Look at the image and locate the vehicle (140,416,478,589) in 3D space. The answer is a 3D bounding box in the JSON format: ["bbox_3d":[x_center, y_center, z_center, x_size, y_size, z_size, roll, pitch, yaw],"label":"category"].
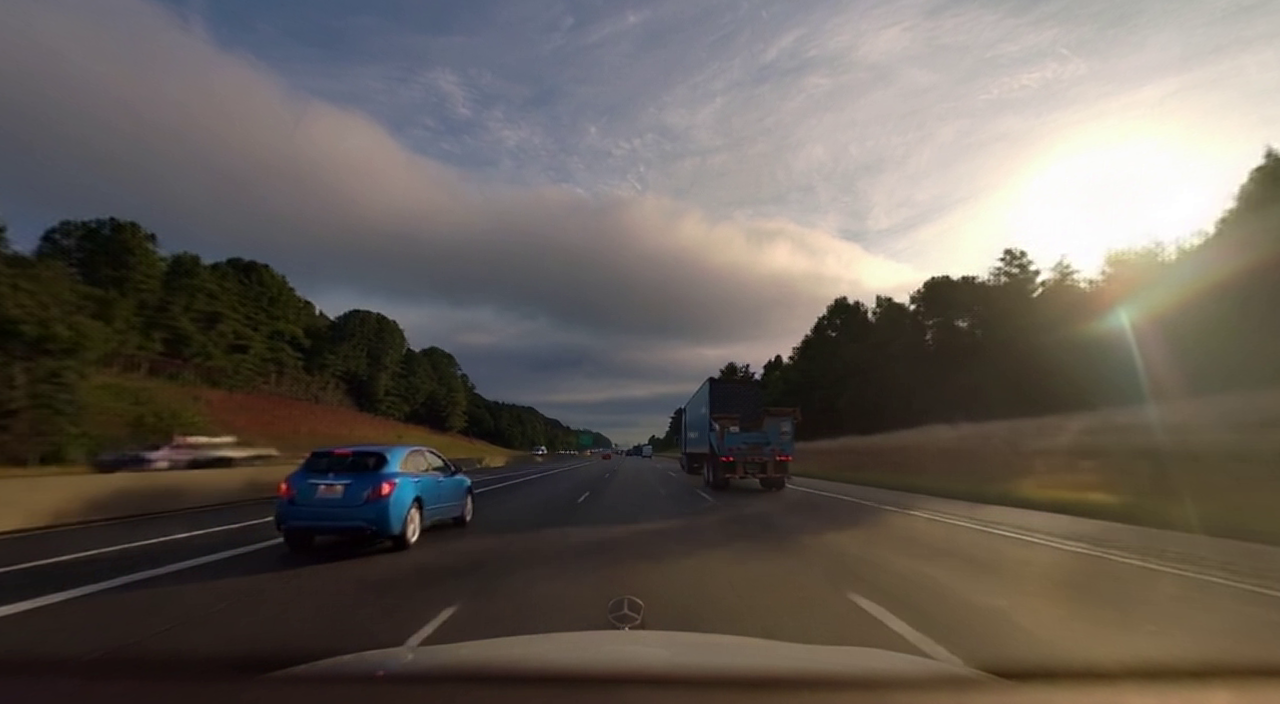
[{"bbox_3d":[-3.792,1.803,8.351,2.115,1.670,4.261,0,-9,0],"label":"vehicle"}]

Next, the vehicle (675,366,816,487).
[{"bbox_3d":[4.151,3.938,30.749,3.532,4.201,17.611,0,-9,-1],"label":"vehicle"}]
